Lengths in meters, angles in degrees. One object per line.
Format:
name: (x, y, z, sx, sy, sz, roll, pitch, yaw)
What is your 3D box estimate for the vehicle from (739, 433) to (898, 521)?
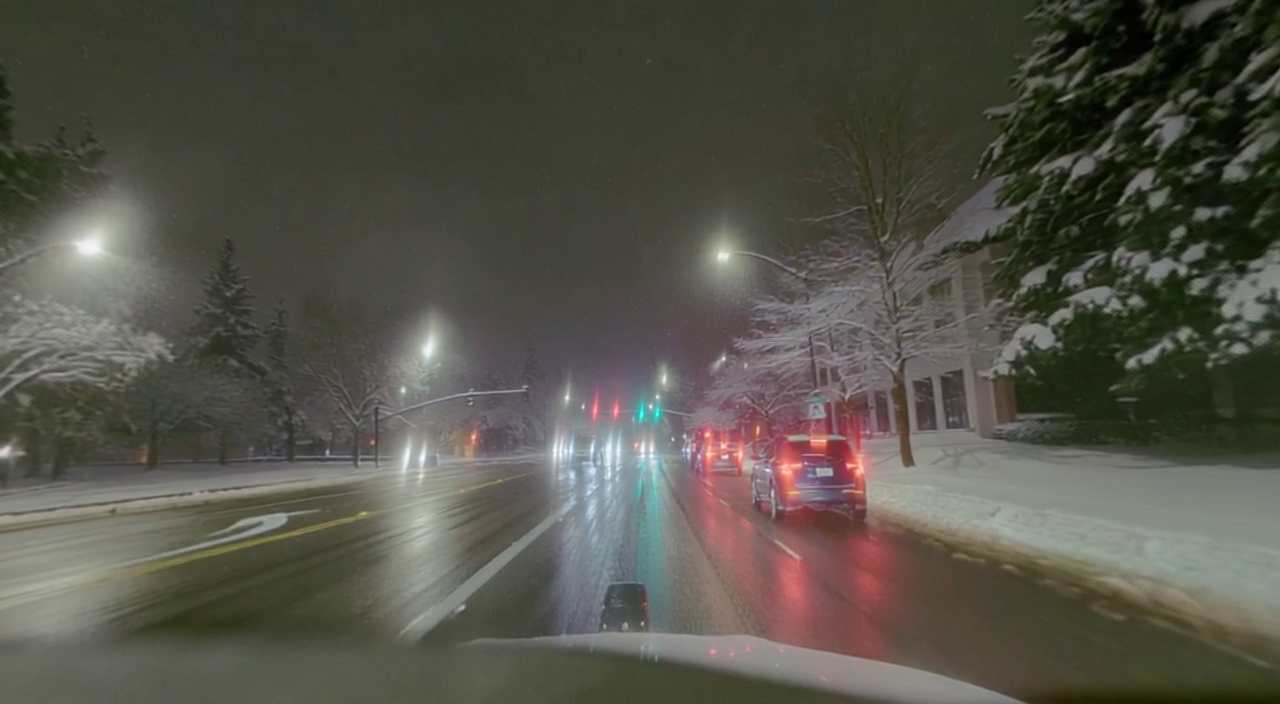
vehicle: (3.358, 2.434, 12.857, 1.948, 1.474, 4.360, 0, -8, 0)

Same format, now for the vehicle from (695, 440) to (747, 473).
vehicle: (3.890, 5.087, 30.934, 1.913, 1.463, 4.198, 0, -8, -1)

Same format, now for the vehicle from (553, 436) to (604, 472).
vehicle: (-3.062, 5.192, 32.322, 2.023, 1.720, 4.452, 0, -8, 2)

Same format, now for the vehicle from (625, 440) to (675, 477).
vehicle: (0.415, 4.542, 27.066, 1.971, 1.433, 3.923, 0, -8, 1)
